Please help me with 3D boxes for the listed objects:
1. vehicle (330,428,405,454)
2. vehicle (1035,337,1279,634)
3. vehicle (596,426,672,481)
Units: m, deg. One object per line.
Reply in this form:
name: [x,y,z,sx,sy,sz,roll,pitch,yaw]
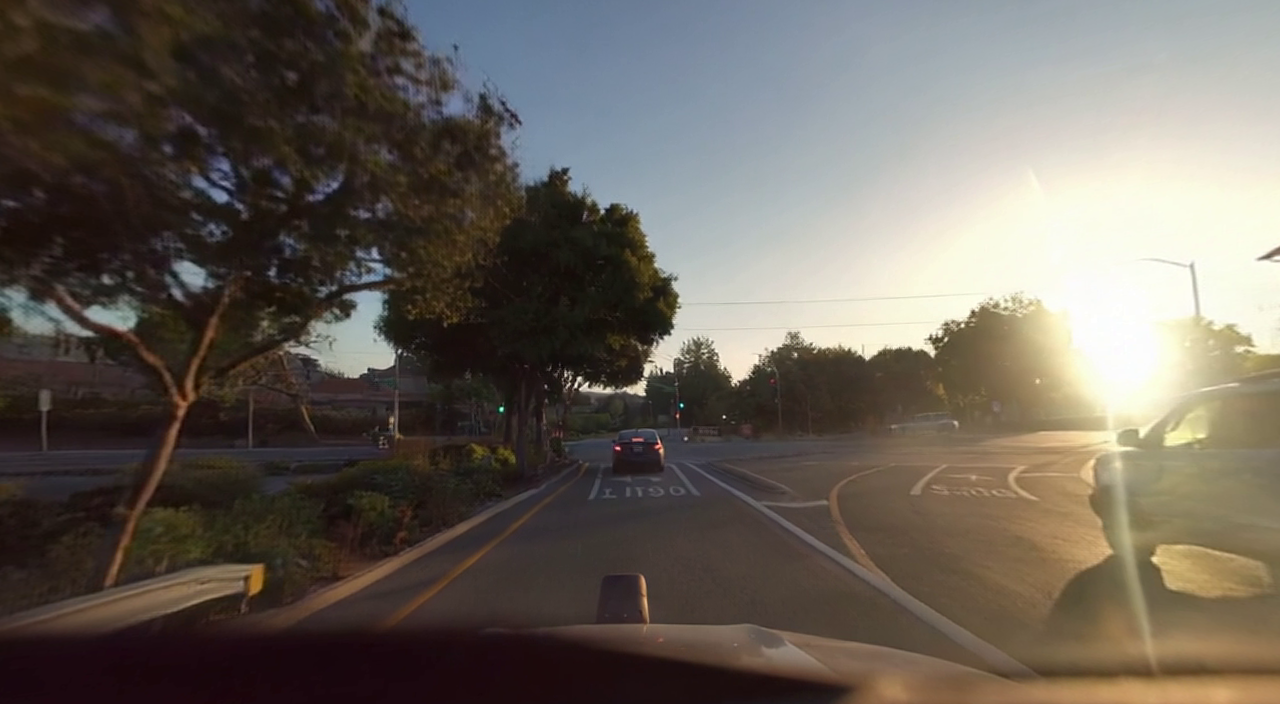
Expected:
vehicle: [-18.140,5.919,42.099,4.200,1.639,1.844,-1,-8,0]
vehicle: [5.200,0.926,4.499,2.084,1.870,5.068,-1,-8,9]
vehicle: [-0.177,3.064,19.334,2.056,1.473,4.380,0,-8,0]
